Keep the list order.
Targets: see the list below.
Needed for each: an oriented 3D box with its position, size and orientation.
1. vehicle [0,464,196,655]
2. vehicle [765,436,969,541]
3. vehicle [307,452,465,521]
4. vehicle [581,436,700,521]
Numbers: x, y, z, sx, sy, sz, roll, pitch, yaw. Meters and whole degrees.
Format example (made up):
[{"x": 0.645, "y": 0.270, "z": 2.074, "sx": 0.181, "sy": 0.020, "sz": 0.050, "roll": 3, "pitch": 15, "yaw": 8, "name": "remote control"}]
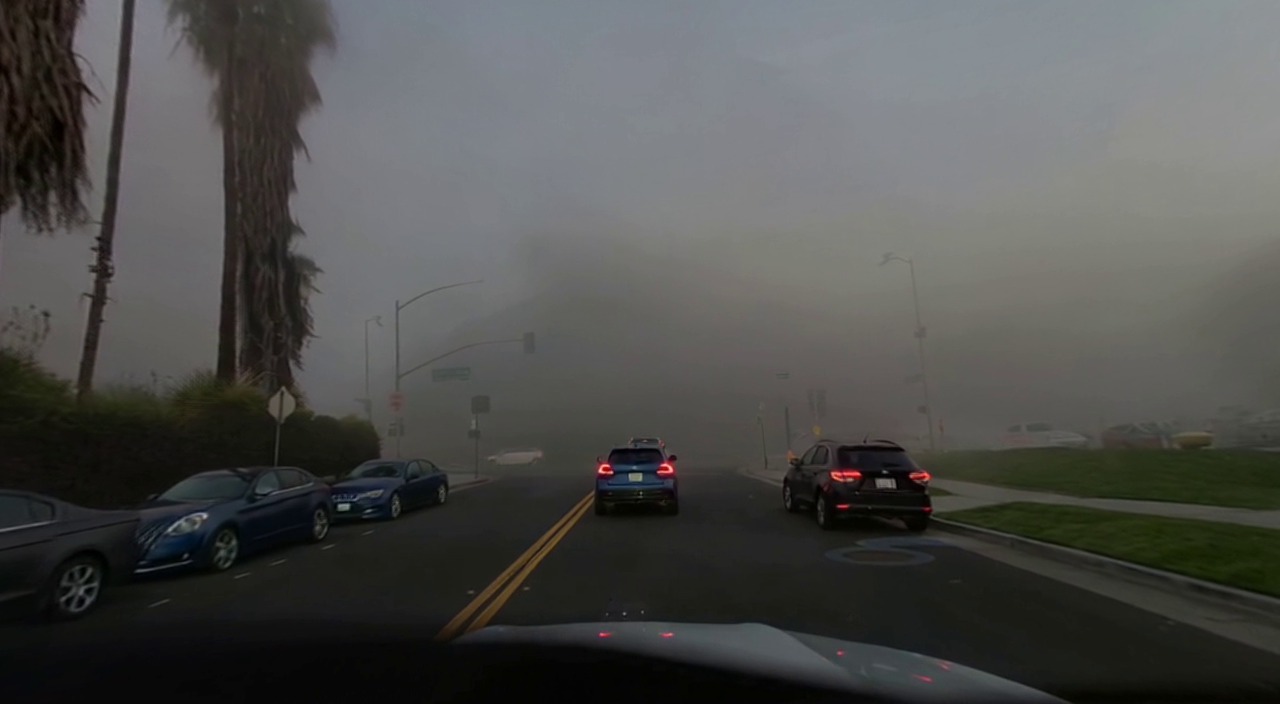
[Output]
[{"x": -6.176, "y": 1.725, "z": 5.105, "sx": 1.850, "sy": 1.482, "sz": 4.454, "roll": 0, "pitch": -8, "yaw": 1, "name": "vehicle"}, {"x": 3.562, "y": 2.200, "z": 10.912, "sx": 1.821, "sy": 1.417, "sz": 4.454, "roll": 0, "pitch": -8, "yaw": -1, "name": "vehicle"}, {"x": -6.370, "y": 3.390, "z": 16.554, "sx": 2.105, "sy": 1.469, "sz": 4.693, "roll": 0, "pitch": -8, "yaw": 1, "name": "vehicle"}, {"x": -0.001, "y": 2.500, "z": 13.039, "sx": 2.060, "sy": 1.452, "sz": 4.078, "roll": 0, "pitch": -8, "yaw": 0, "name": "vehicle"}]
